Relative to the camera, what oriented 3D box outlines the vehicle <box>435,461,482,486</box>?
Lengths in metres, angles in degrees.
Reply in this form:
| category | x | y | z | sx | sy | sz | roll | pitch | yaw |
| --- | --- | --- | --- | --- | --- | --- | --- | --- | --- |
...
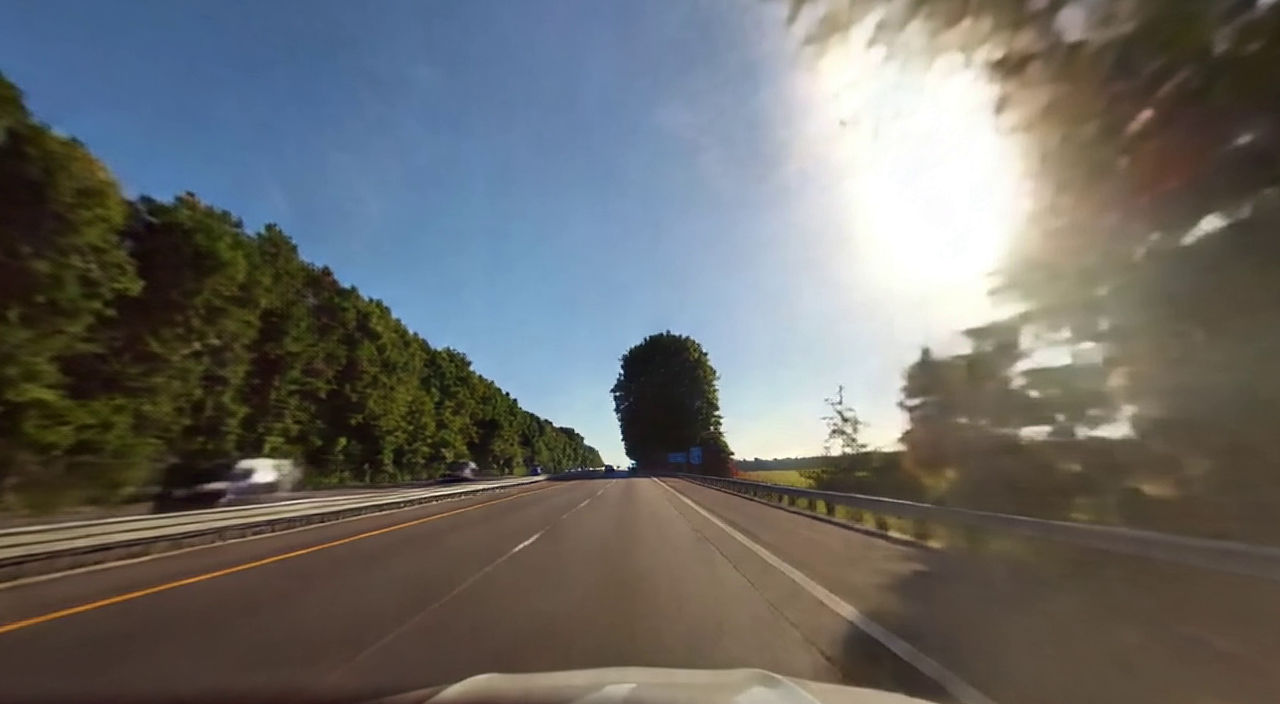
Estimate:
| category | x | y | z | sx | sy | sz | roll | pitch | yaw |
| --- | --- | --- | --- | --- | --- | --- | --- | --- | --- |
| vehicle | -13.021 | 8.771 | 45.543 | 1.971 | 1.687 | 4.517 | 1 | -11 | 0 |

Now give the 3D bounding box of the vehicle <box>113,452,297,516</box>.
| category | x | y | z | sx | sy | sz | roll | pitch | yaw |
| --- | --- | --- | --- | --- | --- | --- | --- | --- | --- |
| vehicle | -12.611 | 3.877 | 18.782 | 2.070 | 1.611 | 4.762 | 1 | -11 | 0 |
